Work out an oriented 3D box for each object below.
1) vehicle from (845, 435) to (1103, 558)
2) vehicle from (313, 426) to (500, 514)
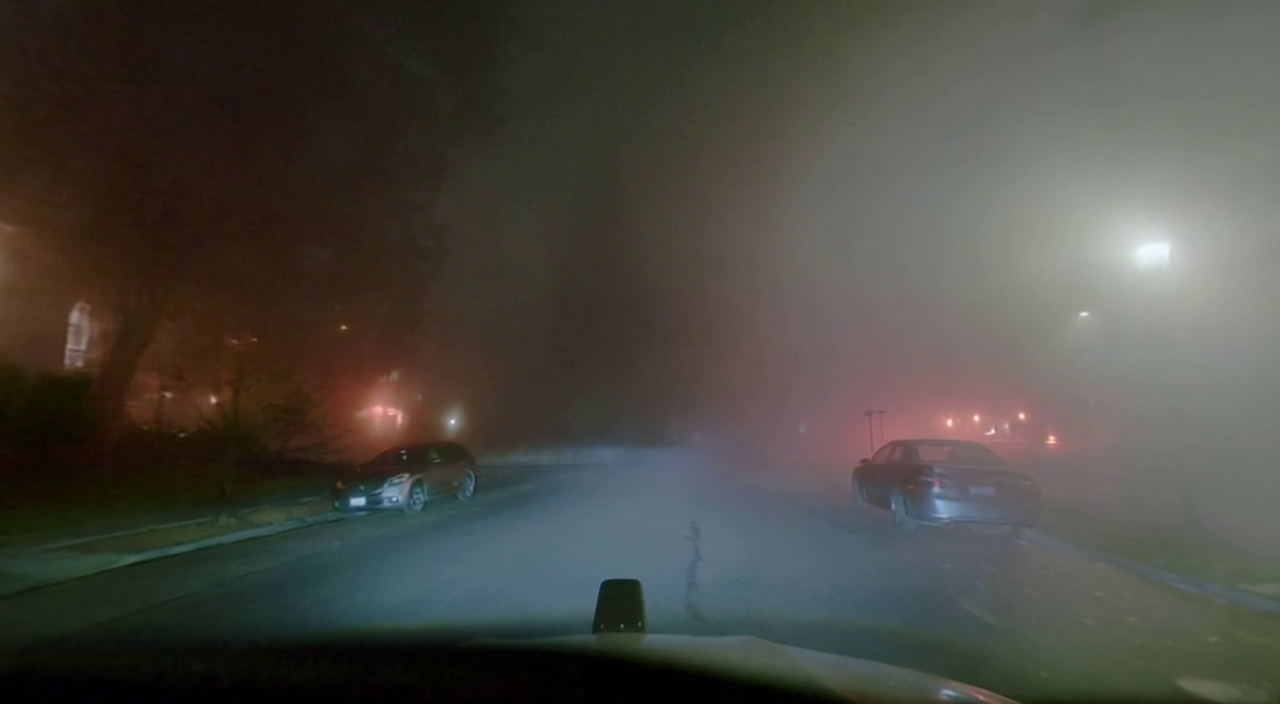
[{"bbox_3d":[4.771,2.039,9.956,1.931,1.395,4.793,0,-7,6],"label":"vehicle"},{"bbox_3d":[-4.900,2.627,13.995,1.943,1.433,4.717,-7,-11,5],"label":"vehicle"}]
